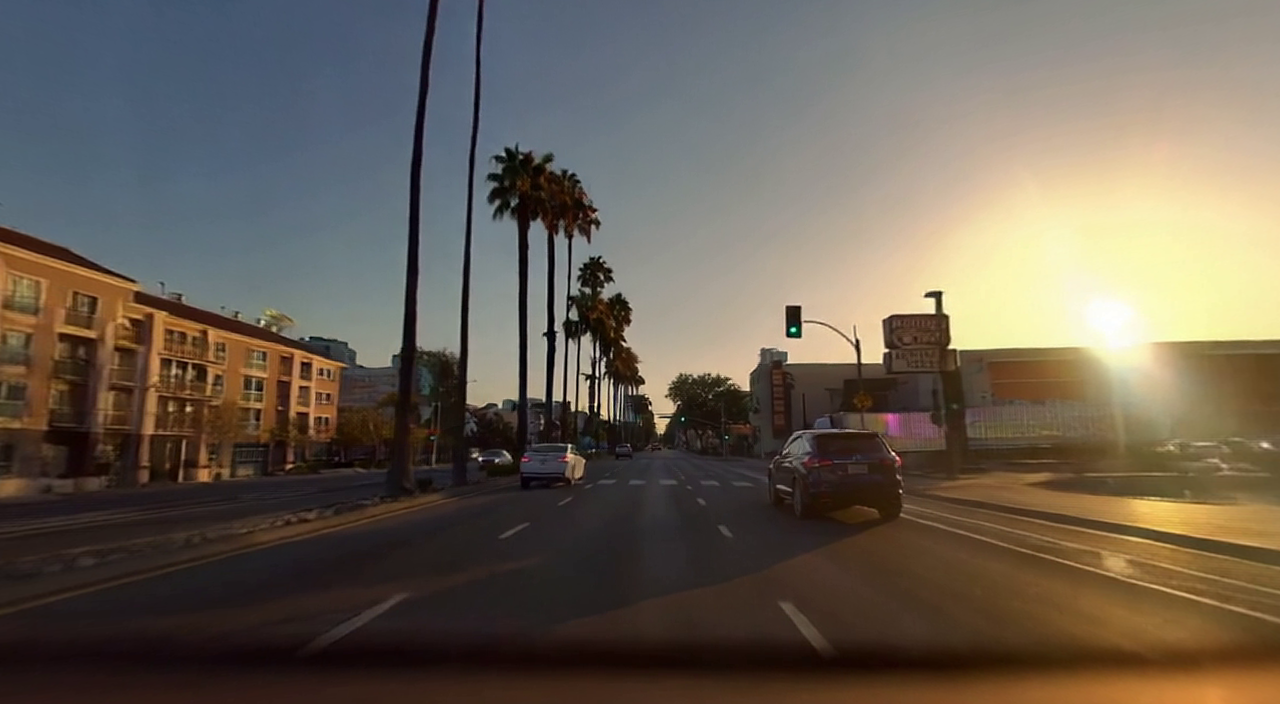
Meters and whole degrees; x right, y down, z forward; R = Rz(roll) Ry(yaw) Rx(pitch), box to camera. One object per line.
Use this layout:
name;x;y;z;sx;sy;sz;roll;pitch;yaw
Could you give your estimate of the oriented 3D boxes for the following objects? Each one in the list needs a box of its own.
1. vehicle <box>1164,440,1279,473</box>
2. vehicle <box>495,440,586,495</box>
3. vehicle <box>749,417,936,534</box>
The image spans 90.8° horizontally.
vehicle;31.827;5.626;34.274;1.947;1.539;5.296;-2;-8;-4
vehicle;-2.919;3.503;19.471;2.034;1.498;3.995;-1;-9;2
vehicle;3.373;2.152;11.542;1.982;1.711;4.276;0;-9;0
